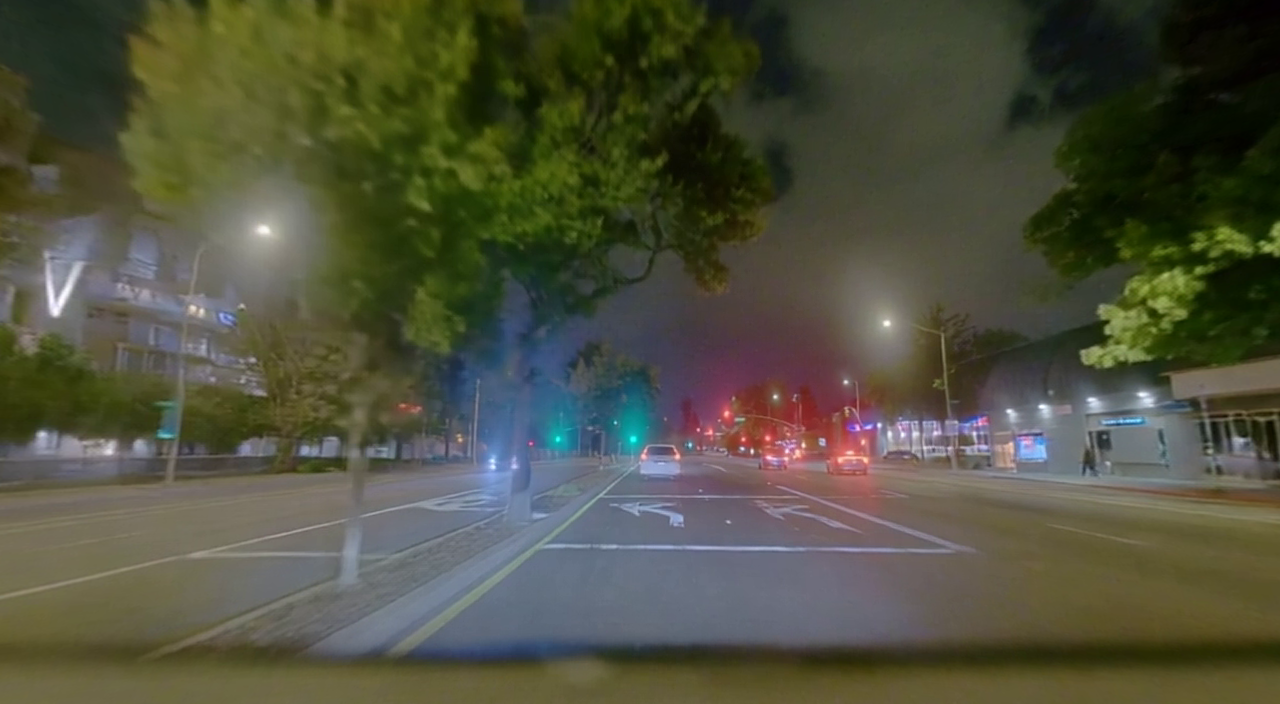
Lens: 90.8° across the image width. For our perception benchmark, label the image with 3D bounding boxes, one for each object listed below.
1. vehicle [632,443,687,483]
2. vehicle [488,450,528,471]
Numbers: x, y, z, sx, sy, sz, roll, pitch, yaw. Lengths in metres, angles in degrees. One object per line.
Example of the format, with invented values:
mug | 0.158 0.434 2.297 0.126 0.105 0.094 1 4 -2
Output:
vehicle | 0.777 4.462 25.676 2.064 1.477 3.968 0 -9 1
vehicle | -9.842 8.083 47.330 1.907 1.485 4.293 0 -9 2
